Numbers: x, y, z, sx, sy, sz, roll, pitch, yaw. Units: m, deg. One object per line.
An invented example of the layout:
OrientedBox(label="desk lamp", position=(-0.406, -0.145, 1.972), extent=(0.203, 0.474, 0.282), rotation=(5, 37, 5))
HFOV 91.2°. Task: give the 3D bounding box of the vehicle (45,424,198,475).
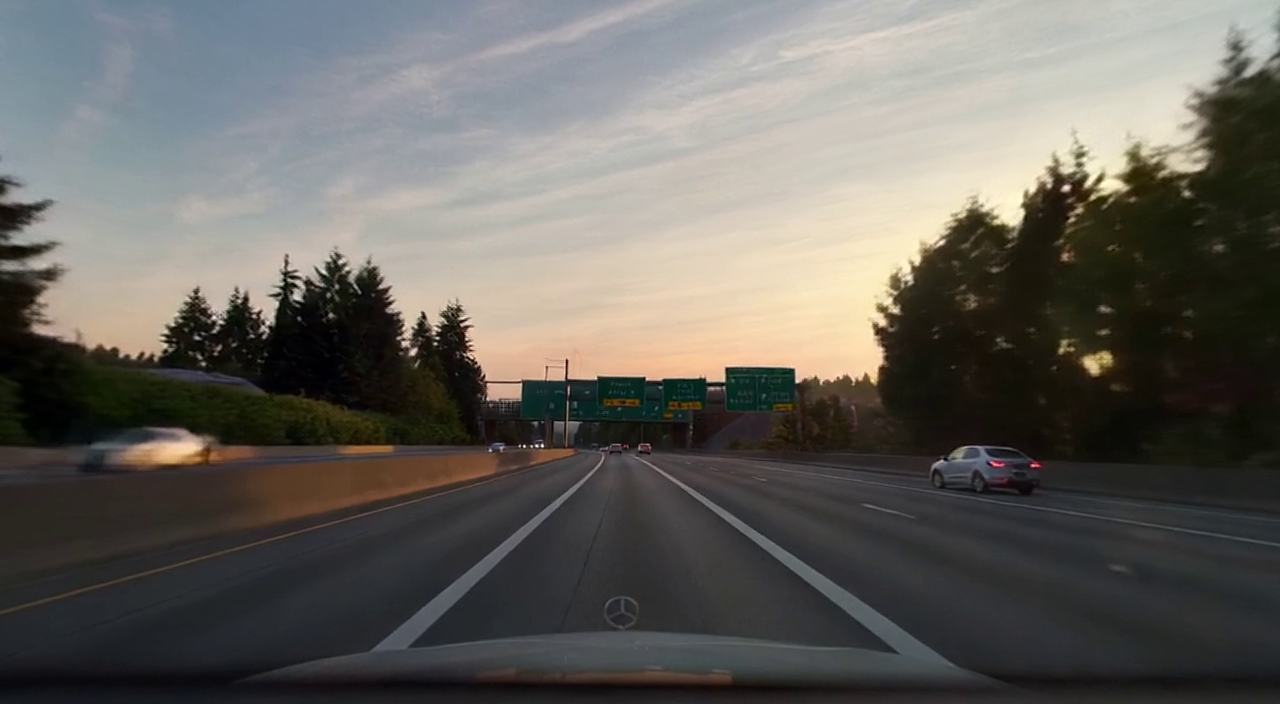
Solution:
OrientedBox(label="vehicle", position=(-17.157, 3.268, 21.026), extent=(1.776, 1.493, 3.970), rotation=(0, -9, -2))

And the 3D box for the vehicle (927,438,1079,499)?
OrientedBox(label="vehicle", position=(9.806, 3.165, 17.335), extent=(1.853, 1.463, 3.780), rotation=(0, -9, -1))
